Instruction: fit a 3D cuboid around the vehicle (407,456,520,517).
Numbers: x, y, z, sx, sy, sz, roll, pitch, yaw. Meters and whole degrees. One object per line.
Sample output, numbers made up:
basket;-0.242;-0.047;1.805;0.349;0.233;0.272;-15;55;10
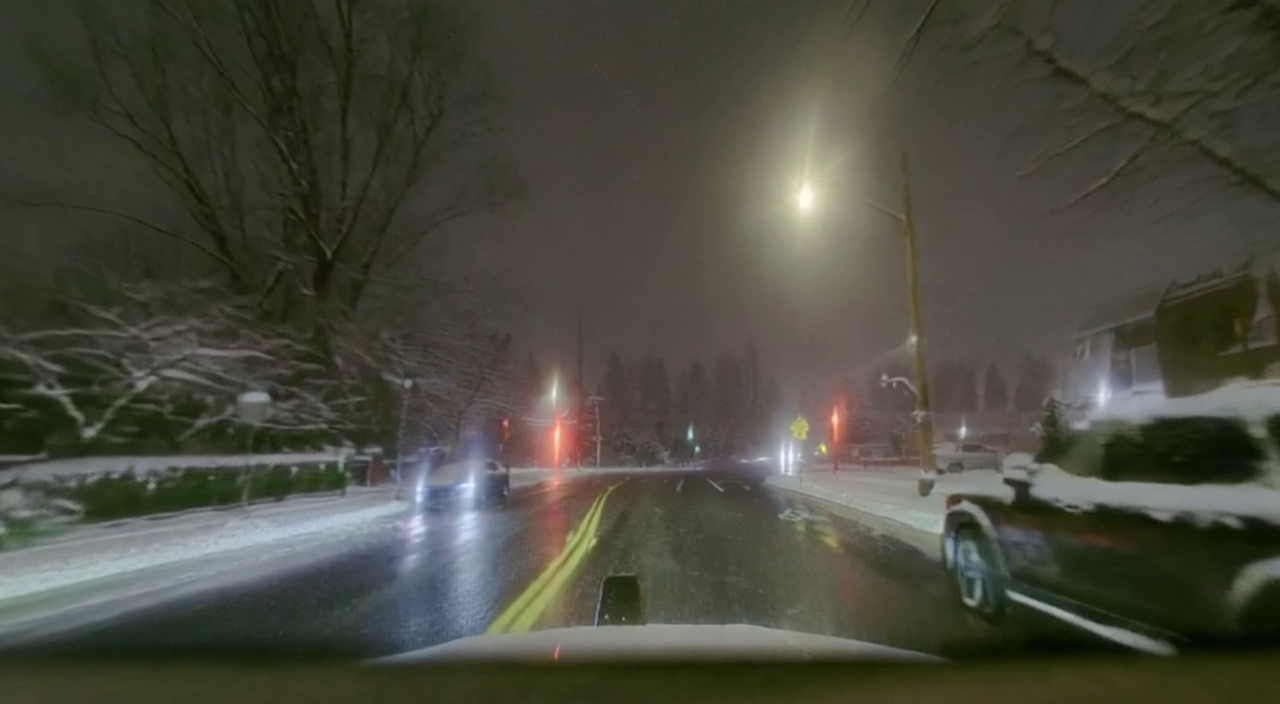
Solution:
vehicle;-5.083;3.910;18.751;2.033;1.456;4.370;-3;-9;2

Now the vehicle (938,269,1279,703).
vehicle;4.205;0.959;3.492;2.624;2.227;5.508;3;-11;3
